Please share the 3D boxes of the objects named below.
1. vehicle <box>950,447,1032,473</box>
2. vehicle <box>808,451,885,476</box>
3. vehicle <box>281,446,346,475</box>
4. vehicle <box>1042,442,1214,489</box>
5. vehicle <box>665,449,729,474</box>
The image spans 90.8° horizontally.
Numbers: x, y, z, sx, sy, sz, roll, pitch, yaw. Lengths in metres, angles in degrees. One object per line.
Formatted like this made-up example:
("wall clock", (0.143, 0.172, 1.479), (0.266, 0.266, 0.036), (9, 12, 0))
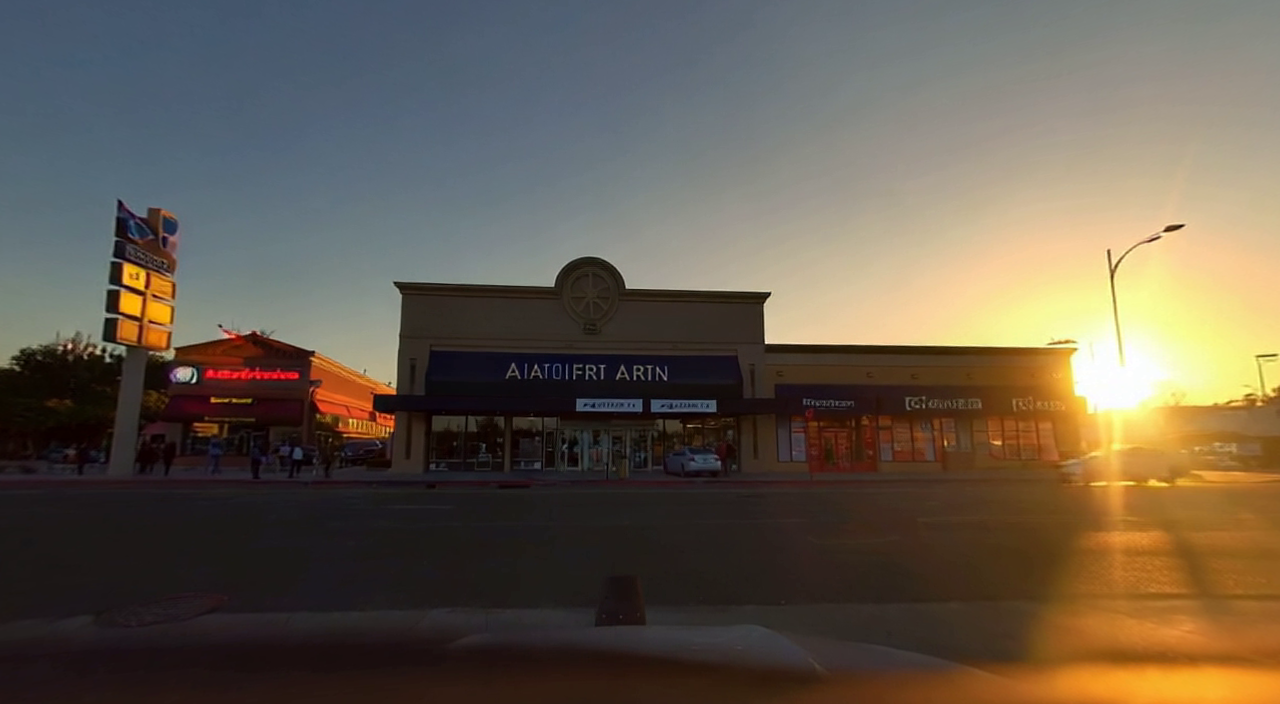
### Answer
("vehicle", (25.664, 7.885, 46.288), (4.838, 1.799, 1.914), (-7, -11, 39))
("vehicle", (12.943, 6.993, 39.893), (1.791, 1.453, 4.593), (5, -10, -29))
("vehicle", (-20.050, 6.597, 38.707), (4.596, 1.680, 1.936), (-8, -11, 41))
("vehicle", (18.352, 4.261, 23.909), (4.889, 1.659, 2.059), (1, -9, -4))
("vehicle", (3.547, 6.899, 40.021), (1.812, 1.468, 4.519), (5, -10, -28))
